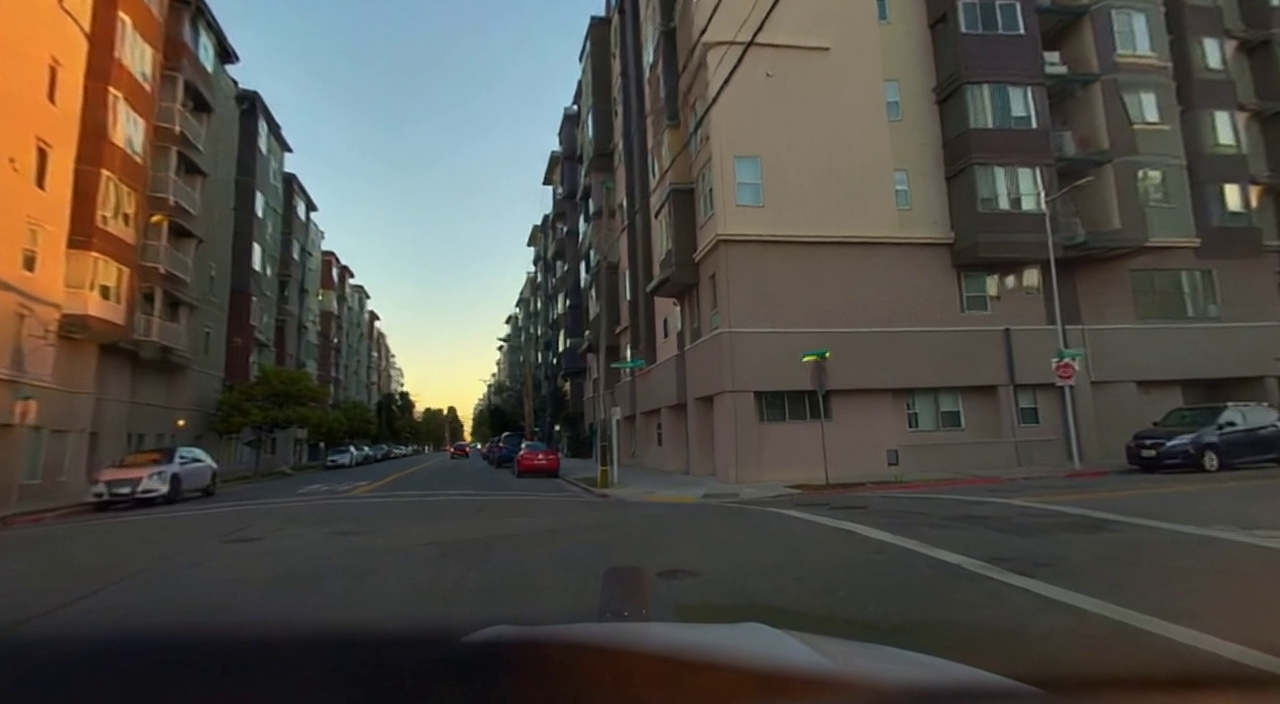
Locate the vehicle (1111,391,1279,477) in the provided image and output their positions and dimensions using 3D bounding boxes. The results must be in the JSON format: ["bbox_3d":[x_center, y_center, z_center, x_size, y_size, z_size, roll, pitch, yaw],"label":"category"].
[{"bbox_3d":[16.323,2.227,17.954,4.259,2.102,2.376,-1,-4,-15],"label":"vehicle"}]

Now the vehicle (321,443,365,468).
[{"bbox_3d":[-21.084,7.330,44.866,2.032,1.641,4.162,2,-8,-15],"label":"vehicle"}]

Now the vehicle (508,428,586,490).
[{"bbox_3d":[-3.280,3.546,21.377,2.164,1.721,4.416,-2,-7,-14],"label":"vehicle"}]

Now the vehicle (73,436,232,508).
[{"bbox_3d":[-14.406,3.487,19.023,2.140,1.874,4.475,2,-8,-16],"label":"vehicle"}]
